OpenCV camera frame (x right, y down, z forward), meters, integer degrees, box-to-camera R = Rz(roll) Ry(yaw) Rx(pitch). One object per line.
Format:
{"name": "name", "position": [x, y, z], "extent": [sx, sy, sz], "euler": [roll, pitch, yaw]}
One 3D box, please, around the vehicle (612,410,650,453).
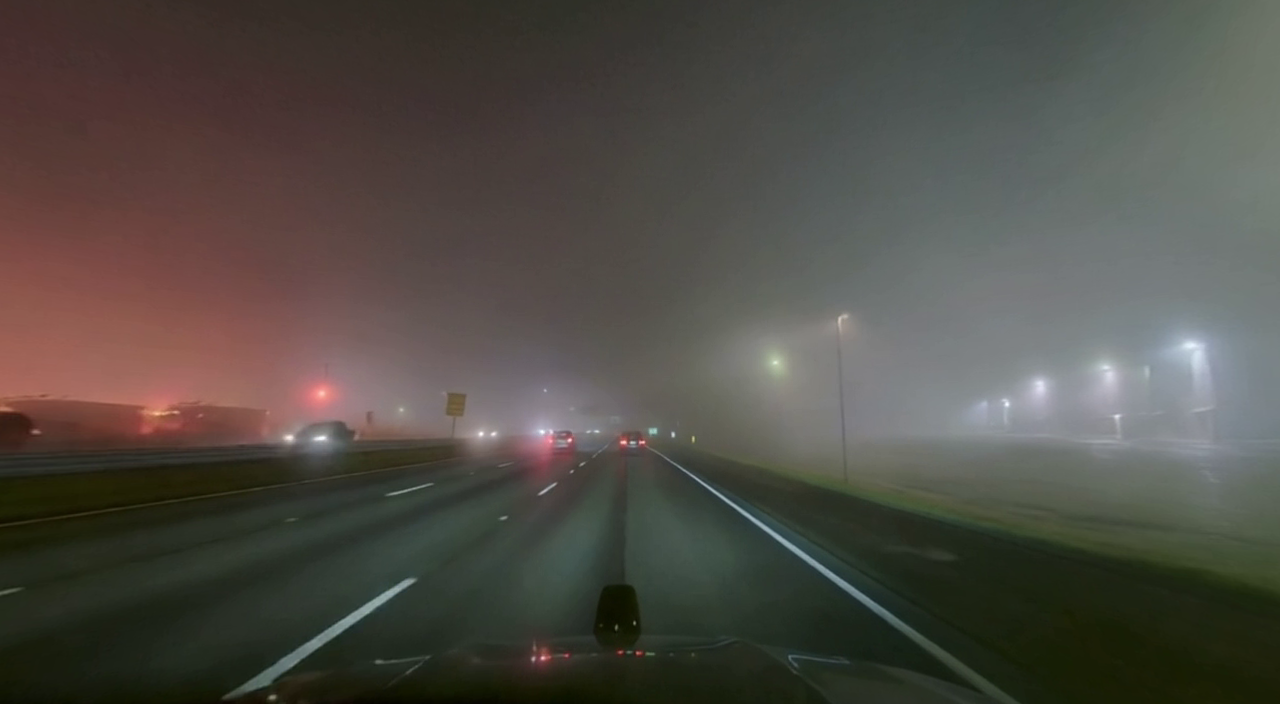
{"name": "vehicle", "position": [-0.648, 5.478, 42.979], "extent": [2.418, 2.704, 6.445], "euler": [0, -8, -2]}

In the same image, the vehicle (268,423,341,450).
{"name": "vehicle", "position": [-19.961, 5.079, 37.649], "extent": [1.860, 1.514, 4.643], "euler": [0, -8, -1]}

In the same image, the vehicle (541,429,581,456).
{"name": "vehicle", "position": [-4.688, 5.463, 37.930], "extent": [1.932, 1.544, 3.864], "euler": [0, -8, -1]}

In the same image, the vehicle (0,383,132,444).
{"name": "vehicle", "position": [-41.700, 4.593, 45.277], "extent": [2.866, 3.976, 8.572], "euler": [0, -8, 0]}
